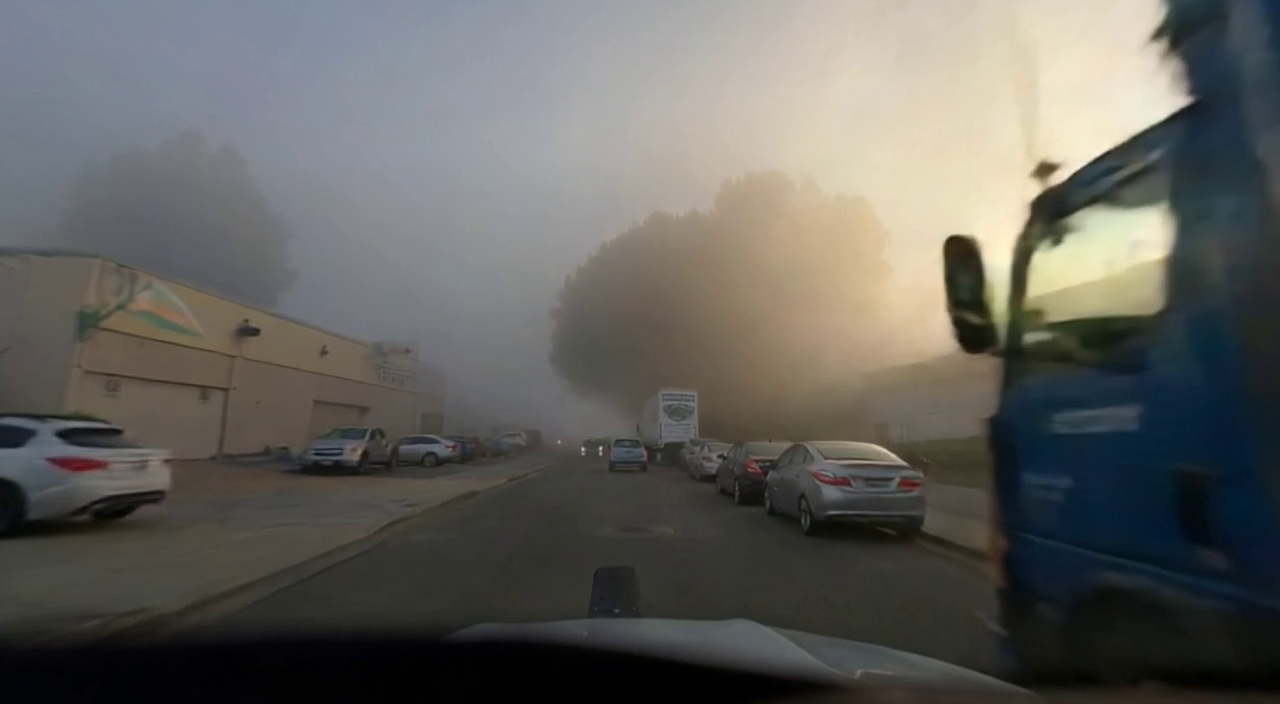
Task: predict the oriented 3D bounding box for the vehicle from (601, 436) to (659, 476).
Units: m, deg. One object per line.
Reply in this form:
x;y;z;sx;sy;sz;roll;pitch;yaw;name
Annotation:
-0.432;4.170;25.553;2.160;1.498;3.909;0;-8;-2;vehicle

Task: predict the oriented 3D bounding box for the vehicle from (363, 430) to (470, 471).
-8.700;3.857;24.802;3.569;1.520;1.797;0;-8;-5;vehicle

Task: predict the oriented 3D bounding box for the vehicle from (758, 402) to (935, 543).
2.901;1.744;9.371;1.686;1.786;2.276;0;-9;-3;vehicle

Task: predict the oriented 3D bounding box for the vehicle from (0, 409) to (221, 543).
-8.021;1.449;7.637;4.483;1.431;1.849;0;-8;-4;vehicle

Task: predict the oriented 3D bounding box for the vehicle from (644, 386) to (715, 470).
1.985;4.746;38.445;2.865;4.113;14.471;0;-8;-2;vehicle

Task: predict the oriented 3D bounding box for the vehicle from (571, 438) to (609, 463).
-3.182;6.318;40.616;1.989;1.481;4.008;0;-8;2;vehicle

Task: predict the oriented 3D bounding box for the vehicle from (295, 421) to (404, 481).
-9.409;3.241;20.874;1.996;1.719;4.382;2;-8;-8;vehicle
